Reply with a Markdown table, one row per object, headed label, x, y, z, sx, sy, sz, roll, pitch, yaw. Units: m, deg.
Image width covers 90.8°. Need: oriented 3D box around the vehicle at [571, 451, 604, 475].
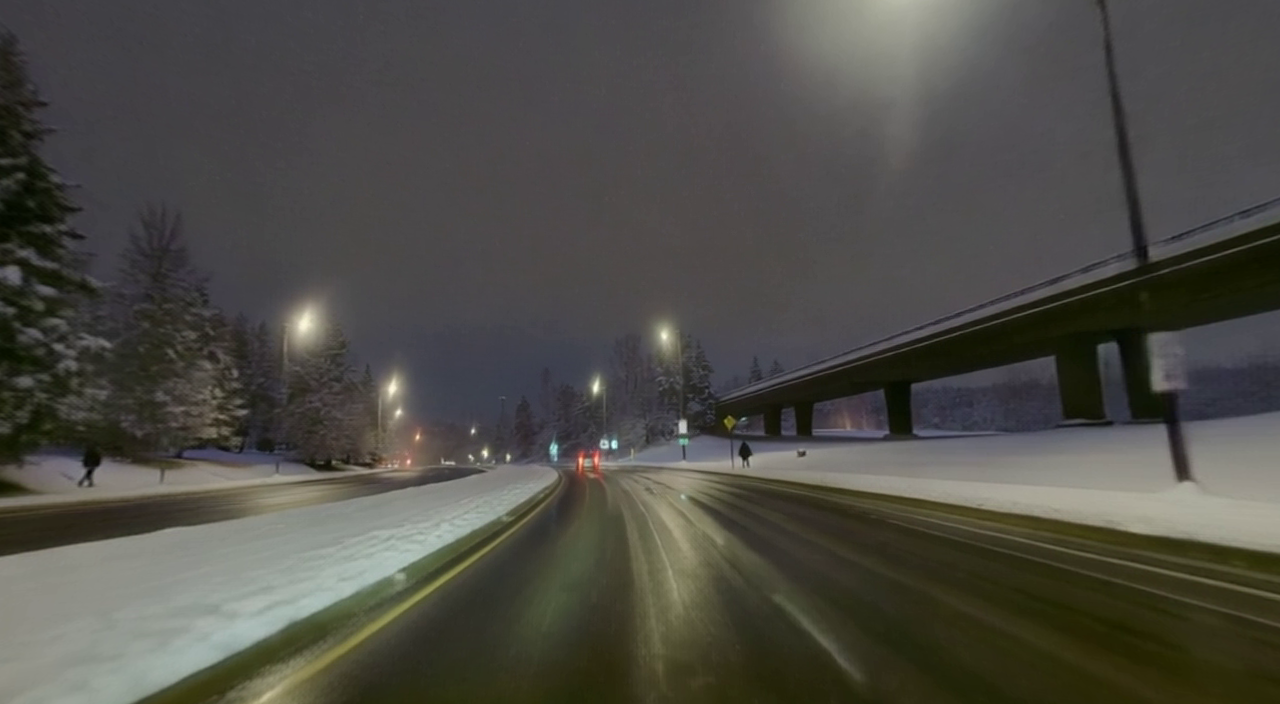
| label | x | y | z | sx | sy | sz | roll | pitch | yaw |
| --- | --- | --- | --- | --- | --- | --- | --- | --- | --- |
| vehicle | -4.135 | 8.602 | 49.248 | 2.184 | 1.713 | 4.231 | 1 | -9 | -9 |
